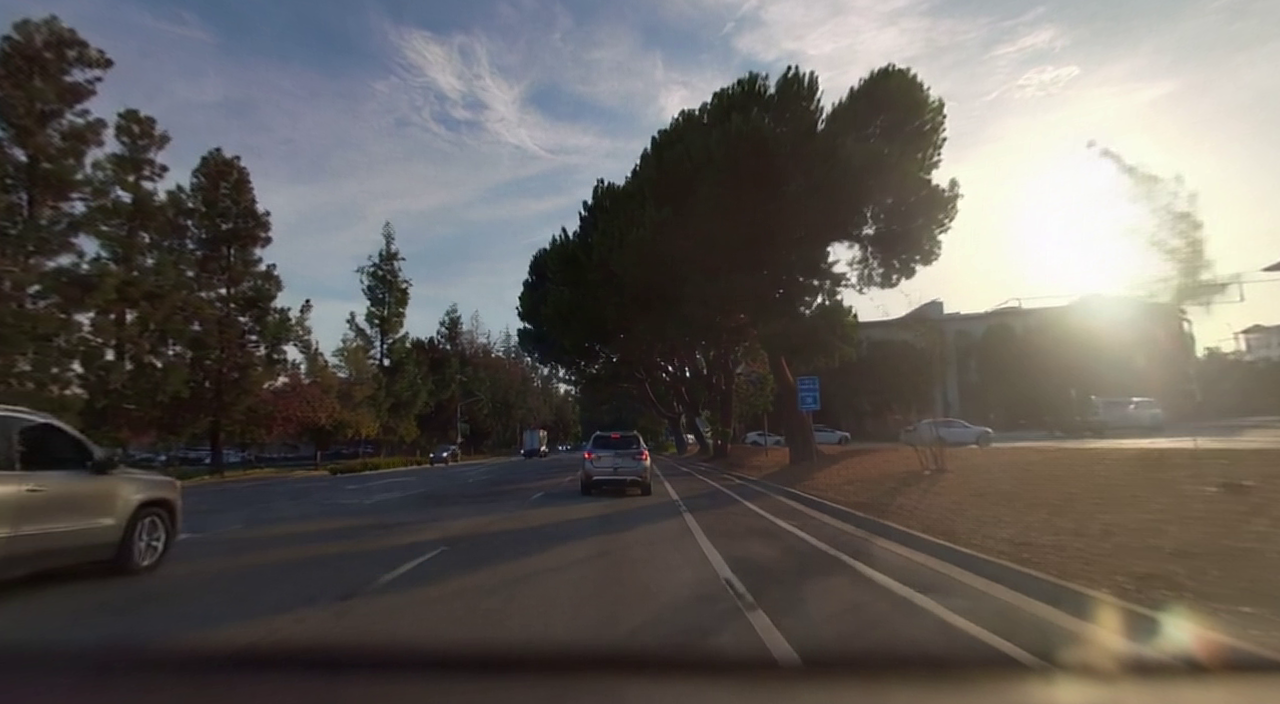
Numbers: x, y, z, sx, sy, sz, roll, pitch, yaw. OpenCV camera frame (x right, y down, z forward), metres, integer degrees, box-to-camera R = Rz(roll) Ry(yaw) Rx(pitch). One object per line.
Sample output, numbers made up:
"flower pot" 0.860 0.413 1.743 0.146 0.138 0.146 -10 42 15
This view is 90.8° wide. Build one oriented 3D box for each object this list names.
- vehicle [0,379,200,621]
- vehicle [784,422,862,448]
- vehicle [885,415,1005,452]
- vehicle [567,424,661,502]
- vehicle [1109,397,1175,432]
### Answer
"vehicle" -5.943 1.107 4.712 2.178 1.819 4.530 1 -9 -3
"vehicle" 12.909 5.891 44.802 4.873 1.796 1.990 0 -8 0
"vehicle" 13.011 3.504 27.097 4.204 1.486 1.781 0 -8 0
"vehicle" -0.610 2.861 16.592 2.131 1.761 4.242 0 -9 -1
"vehicle" 26.774 3.385 33.813 1.895 1.576 4.434 -5 -10 28
